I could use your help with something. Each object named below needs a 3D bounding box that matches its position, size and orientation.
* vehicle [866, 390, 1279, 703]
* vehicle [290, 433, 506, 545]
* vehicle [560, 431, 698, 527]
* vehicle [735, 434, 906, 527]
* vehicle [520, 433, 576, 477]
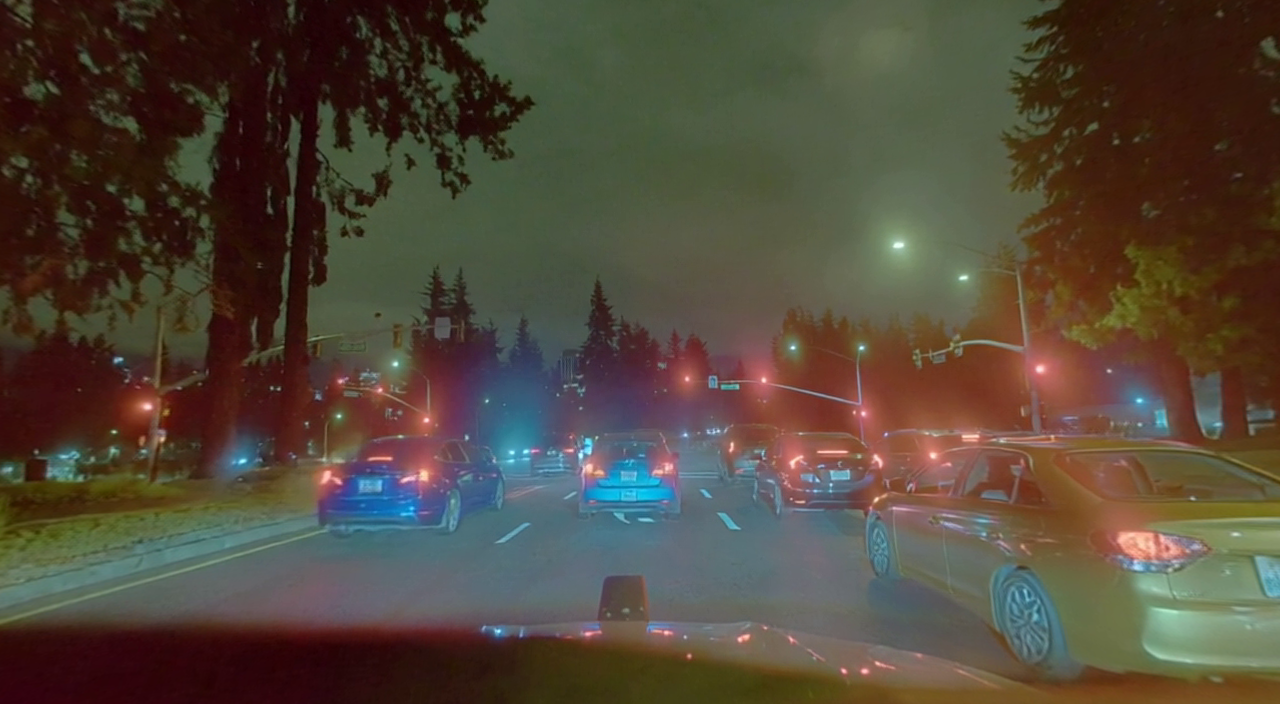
[{"bbox_3d":[3.135,1.134,3.894,1.903,1.480,4.270,0,-8,0],"label":"vehicle"},{"bbox_3d":[-3.755,2.185,10.794,1.935,1.482,4.433,0,-8,0],"label":"vehicle"},{"bbox_3d":[-0.180,2.263,11.776,2.147,1.479,3.803,0,-8,0],"label":"vehicle"},{"bbox_3d":[3.181,2.327,12.162,1.975,1.460,4.357,0,-8,0],"label":"vehicle"},{"bbox_3d":[-3.802,4.341,26.787,1.961,1.714,4.268,0,-8,-3],"label":"vehicle"}]
